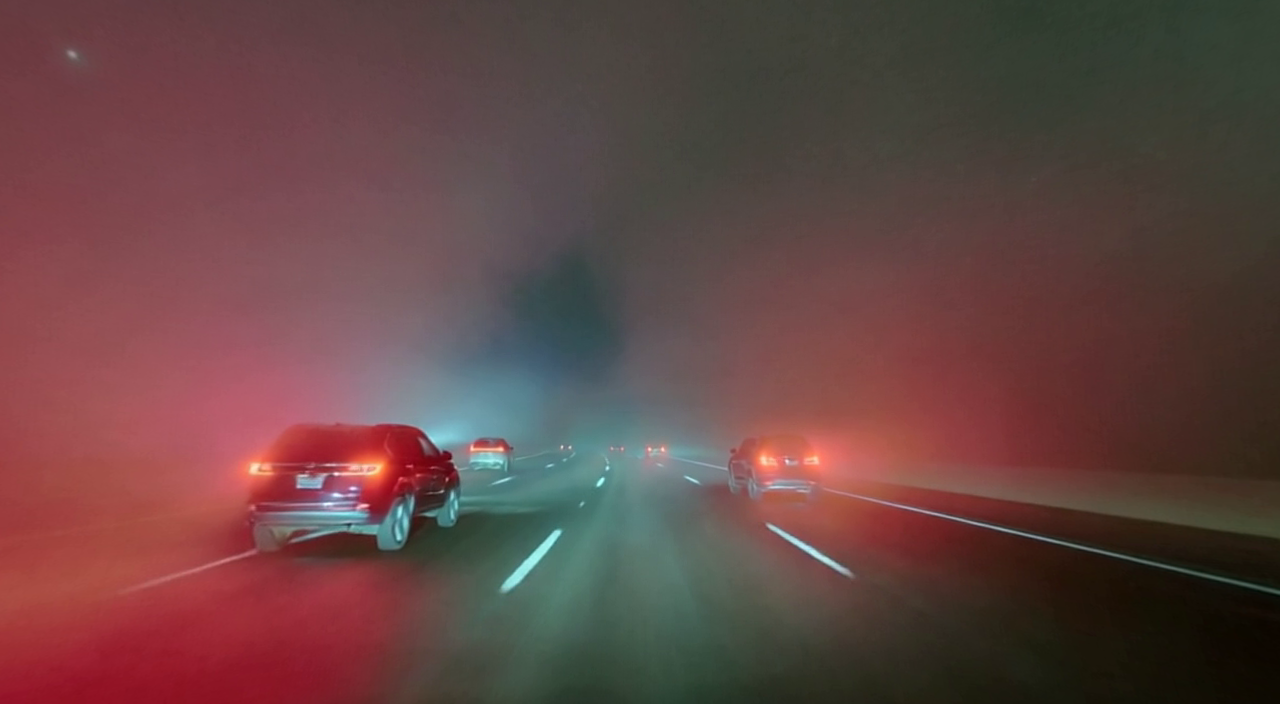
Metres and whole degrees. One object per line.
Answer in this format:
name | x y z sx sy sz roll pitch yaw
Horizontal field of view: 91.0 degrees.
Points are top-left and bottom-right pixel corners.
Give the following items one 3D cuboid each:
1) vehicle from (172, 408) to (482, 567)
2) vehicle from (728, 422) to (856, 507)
vehicle | -4.025 1.840 9.254 2.214 1.743 4.465 0 -9 0
vehicle | 3.720 2.866 16.442 2.153 1.860 4.689 0 -9 0
